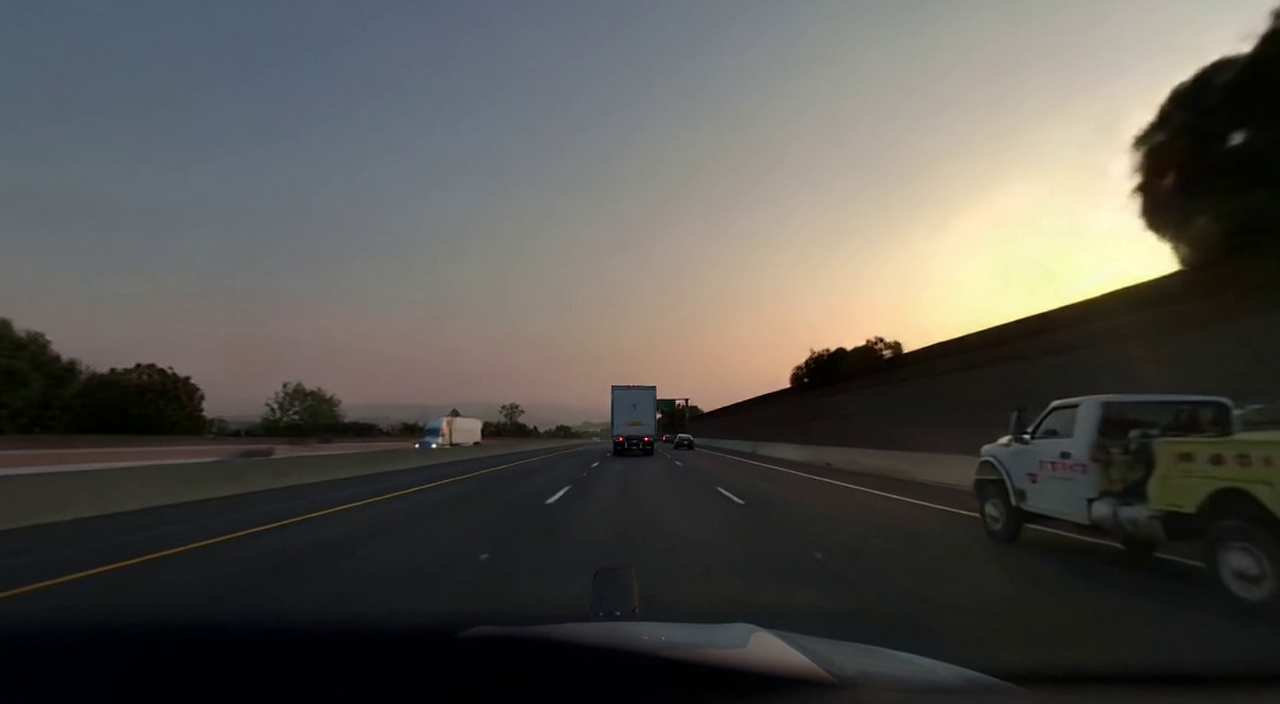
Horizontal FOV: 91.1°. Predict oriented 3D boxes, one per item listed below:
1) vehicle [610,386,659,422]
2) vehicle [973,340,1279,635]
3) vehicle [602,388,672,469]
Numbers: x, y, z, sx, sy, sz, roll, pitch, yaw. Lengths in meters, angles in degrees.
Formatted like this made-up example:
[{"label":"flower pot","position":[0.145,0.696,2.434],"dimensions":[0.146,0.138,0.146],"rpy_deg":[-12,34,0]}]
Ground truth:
[{"label":"vehicle","position":[-0.236,2.475,29.231],"dimensions":[2.112,1.472,4.240],"rpy_deg":[0,-8,0]},{"label":"vehicle","position":[5.032,0.997,5.058],"dimensions":[2.091,1.829,4.625],"rpy_deg":[0,-8,-1]},{"label":"vehicle","position":[-0.340,4.032,33.384],"dimensions":[2.953,3.406,13.372],"rpy_deg":[1,-7,-2]}]
